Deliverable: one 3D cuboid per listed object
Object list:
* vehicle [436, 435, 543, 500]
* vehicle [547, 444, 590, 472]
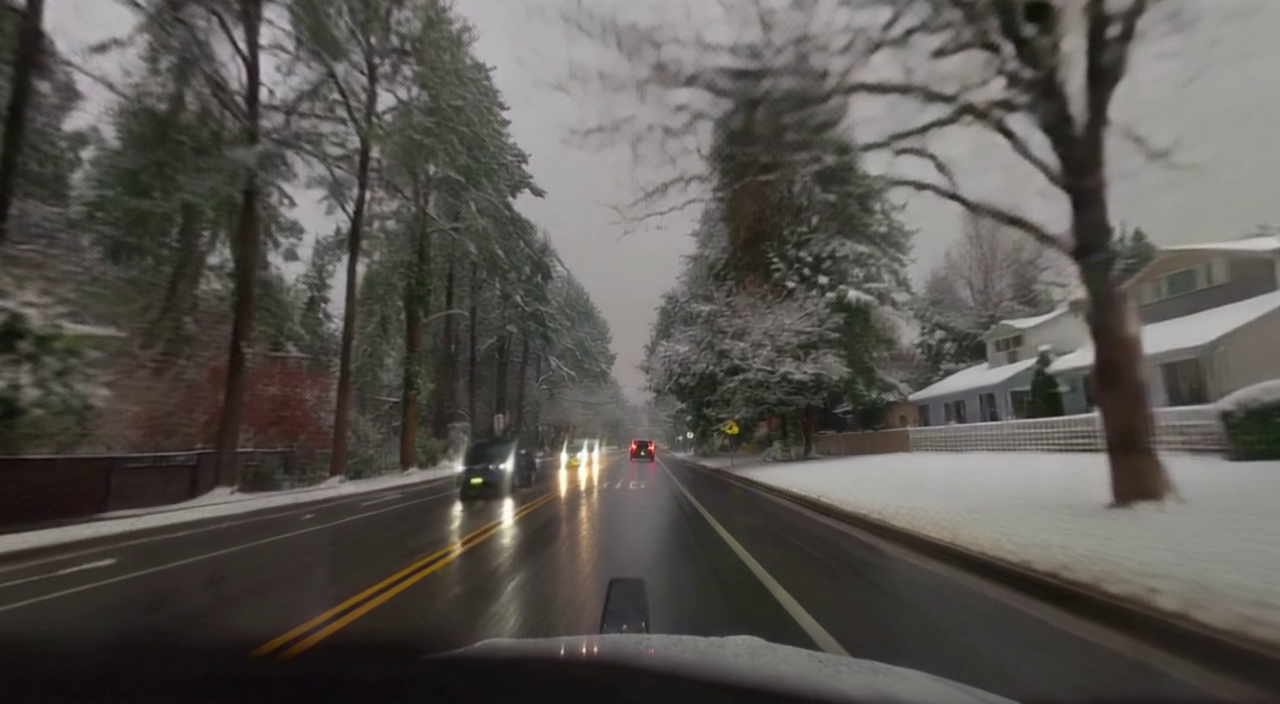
[{"bbox_3d":[-4.351,3.411,19.007,2.069,1.707,4.385,0,-8,1],"label":"vehicle"},{"bbox_3d":[-4.055,6.062,36.195,1.905,1.510,4.172,0,-8,1],"label":"vehicle"}]
